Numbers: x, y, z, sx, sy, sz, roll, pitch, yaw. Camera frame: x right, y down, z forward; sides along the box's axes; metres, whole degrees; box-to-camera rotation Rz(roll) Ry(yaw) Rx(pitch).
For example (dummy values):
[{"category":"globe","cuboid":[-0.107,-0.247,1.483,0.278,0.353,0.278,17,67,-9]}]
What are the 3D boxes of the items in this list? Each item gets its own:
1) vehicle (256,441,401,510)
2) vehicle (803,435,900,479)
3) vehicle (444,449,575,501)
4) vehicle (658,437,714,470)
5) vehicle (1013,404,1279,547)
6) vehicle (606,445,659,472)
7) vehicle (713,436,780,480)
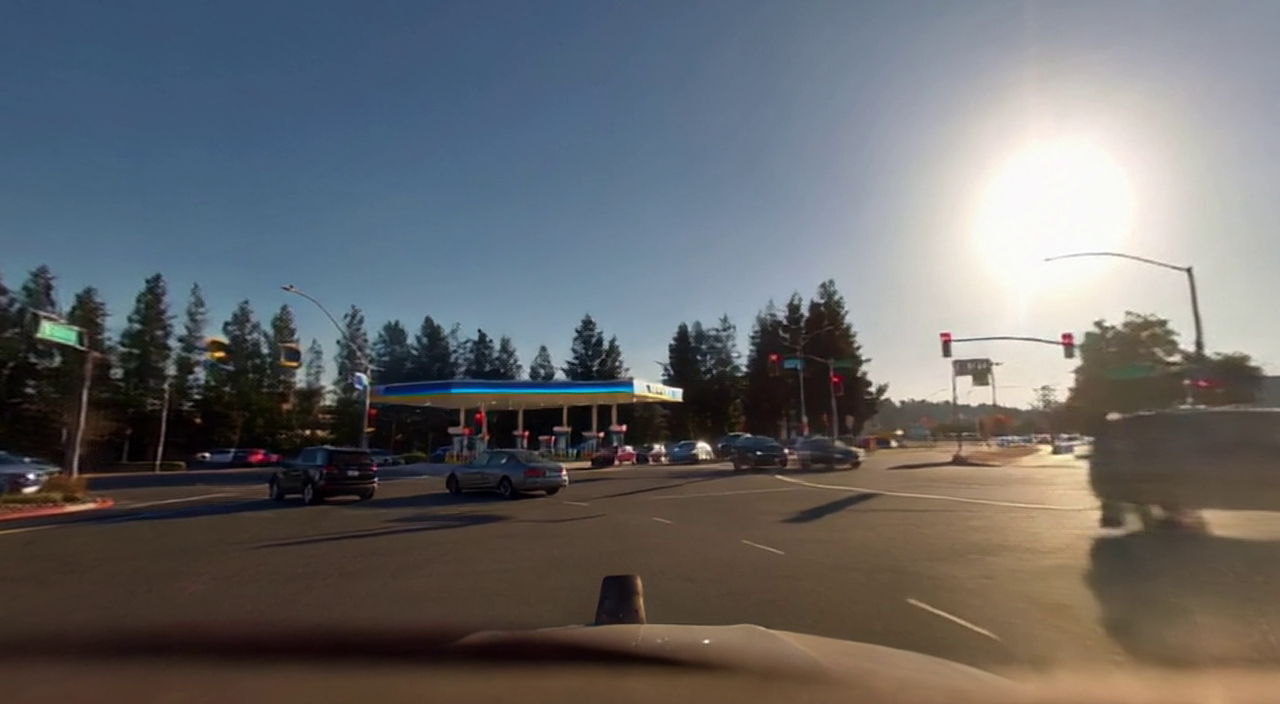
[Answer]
[{"category":"vehicle","cuboid":[-9.443,3.639,19.029,4.616,1.733,2.351,-9,-11,42]},{"category":"vehicle","cuboid":[8.334,4.202,25.387,1.976,1.573,4.543,0,-9,-5]},{"category":"vehicle","cuboid":[-4.359,3.956,20.683,1.965,1.460,4.581,8,-13,-44]},{"category":"vehicle","cuboid":[3.013,6.402,39.894,2.517,1.875,5.774,-3,-9,14]},{"category":"vehicle","cuboid":[8.638,1.830,9.690,2.016,1.828,4.503,4,-10,-26]},{"category":"vehicle","cuboid":[-0.422,6.687,39.876,2.210,1.542,4.501,-4,-10,14]},{"category":"vehicle","cuboid":[4.290,4.367,26.121,2.126,1.626,4.585,-1,-9,2]}]
